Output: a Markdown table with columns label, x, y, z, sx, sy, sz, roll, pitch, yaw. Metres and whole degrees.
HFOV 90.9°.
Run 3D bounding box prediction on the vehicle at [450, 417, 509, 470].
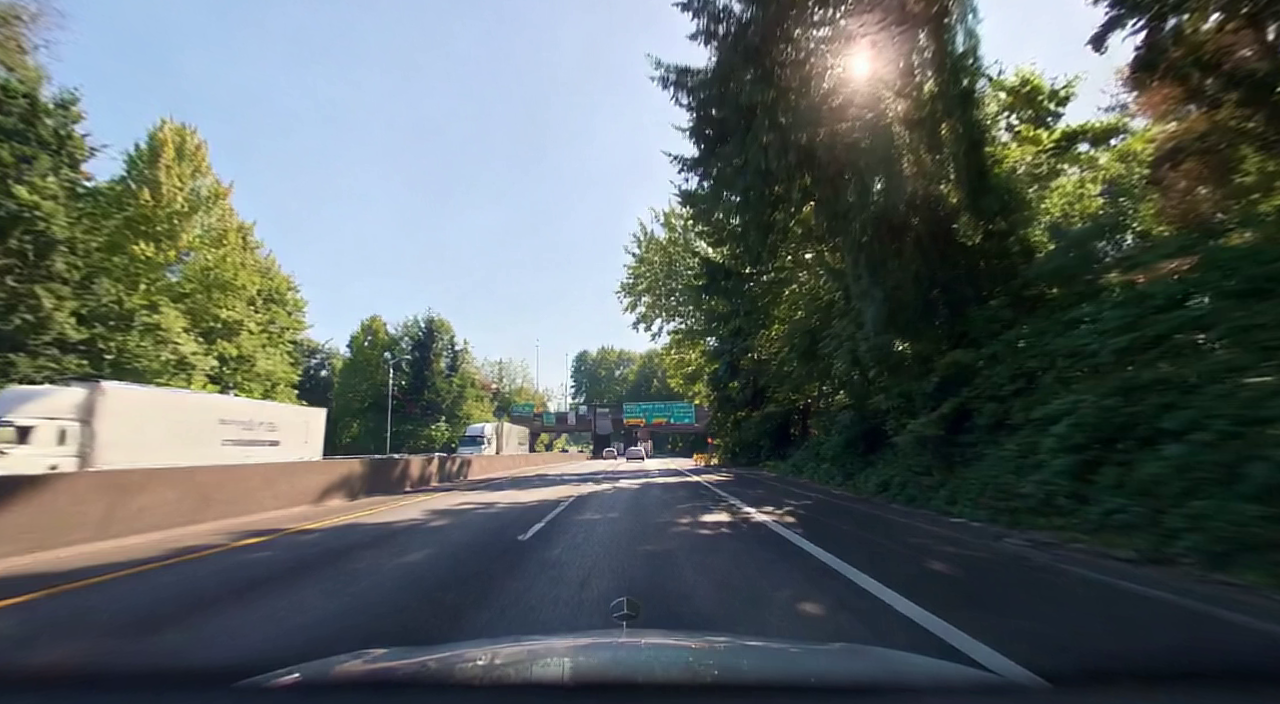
| label | x | y | z | sx | sy | sz | roll | pitch | yaw |
| --- | --- | --- | --- | --- | --- | --- | --- | --- | --- |
| vehicle | -12.523 | 7.259 | 49.696 | 2.969 | 3.863 | 5.830 | 0 | -9 | 1 |

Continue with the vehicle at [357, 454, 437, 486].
| label | x | y | z | sx | sy | sz | roll | pitch | yaw |
| --- | --- | --- | --- | --- | --- | --- | --- | --- | --- |
| vehicle | -12.426 | 6.041 | 32.595 | 2.077 | 1.435 | 5.032 | 0 | -9 | 1 |

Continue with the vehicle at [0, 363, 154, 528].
| label | x | y | z | sx | sy | sz | roll | pitch | yaw |
| --- | --- | --- | --- | --- | --- | --- | --- | --- | --- |
| vehicle | -16.882 | 2.497 | 16.710 | 3.026 | 3.934 | 5.923 | 0 | -9 | 0 |

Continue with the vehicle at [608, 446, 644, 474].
| label | x | y | z | sx | sy | sz | roll | pitch | yaw |
| --- | --- | --- | --- | --- | --- | --- | --- | --- | --- |
| vehicle | -0.738 | 6.065 | 35.626 | 1.860 | 1.473 | 3.689 | 0 | -9 | 1 |
